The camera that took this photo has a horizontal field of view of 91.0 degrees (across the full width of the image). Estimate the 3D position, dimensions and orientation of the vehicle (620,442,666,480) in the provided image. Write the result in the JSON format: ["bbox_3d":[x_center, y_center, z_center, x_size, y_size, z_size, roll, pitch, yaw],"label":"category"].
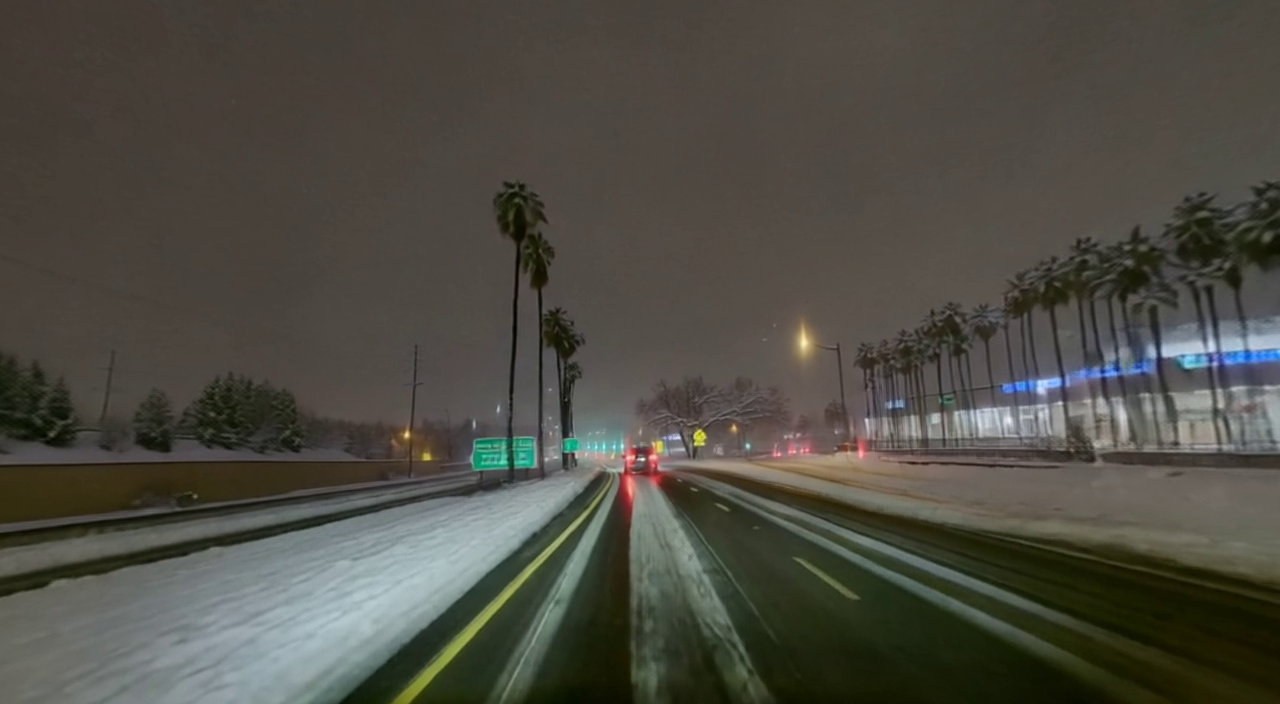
[{"bbox_3d":[0.089,5.278,30.788,2.089,1.718,4.193,0,-9,-2],"label":"vehicle"}]

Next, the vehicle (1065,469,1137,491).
[{"bbox_3d":[35.087,9.783,48.019,3.945,1.538,1.796,-2,-10,5],"label":"vehicle"}]
